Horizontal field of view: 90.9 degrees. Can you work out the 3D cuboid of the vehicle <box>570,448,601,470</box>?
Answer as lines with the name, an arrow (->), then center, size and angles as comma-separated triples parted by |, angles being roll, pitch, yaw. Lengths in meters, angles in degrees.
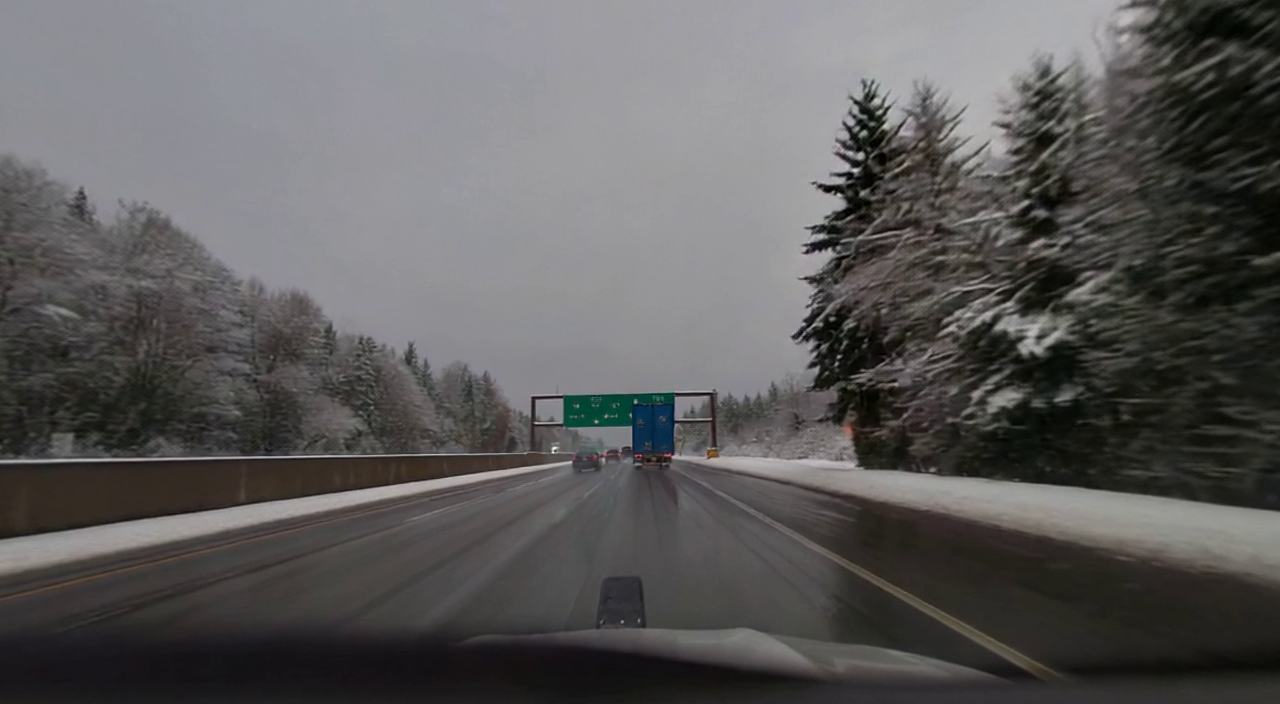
vehicle -> -3.865, 7.650, 45.244 | 1.873, 1.469, 3.601 | 0, -9, 0

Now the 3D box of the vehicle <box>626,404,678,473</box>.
vehicle -> 0.720, 5.863, 42.339 | 3.022, 4.072, 10.318 | 0, -9, 0
